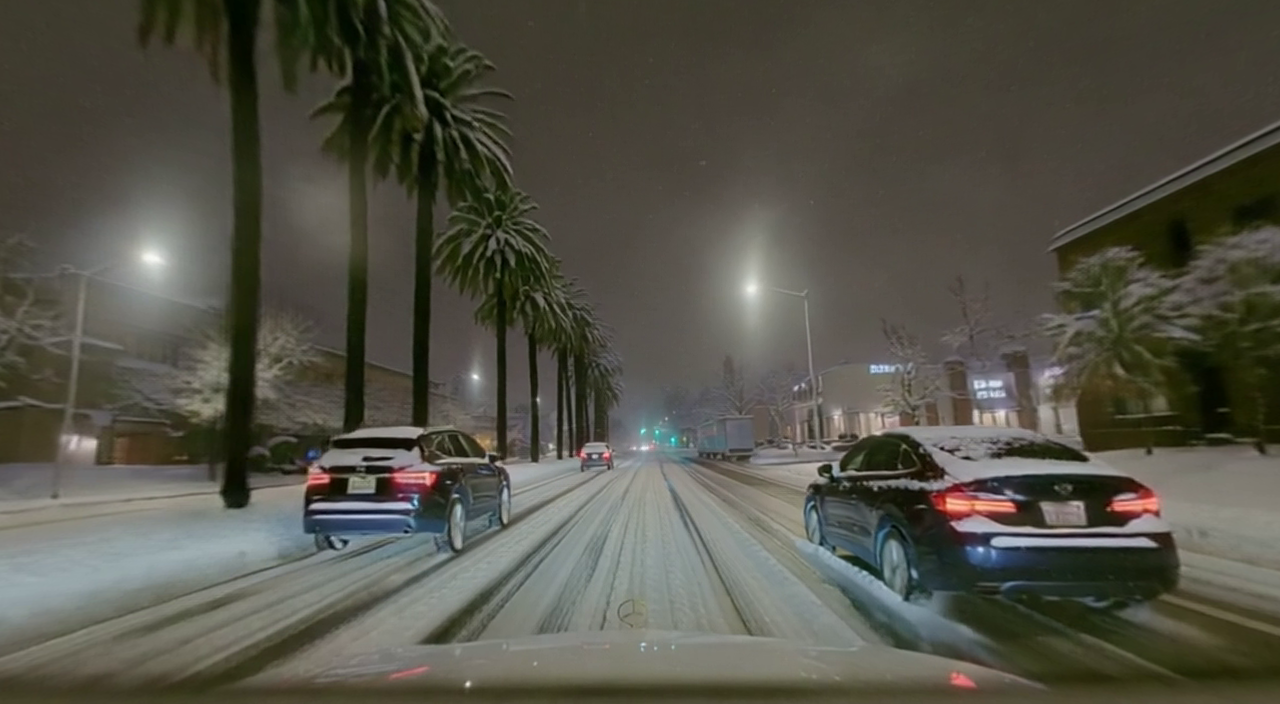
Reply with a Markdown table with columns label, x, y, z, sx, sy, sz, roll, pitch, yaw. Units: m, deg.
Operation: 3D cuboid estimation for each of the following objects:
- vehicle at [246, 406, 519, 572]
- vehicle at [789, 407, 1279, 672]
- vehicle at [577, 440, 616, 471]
| label | x | y | z | sx | sy | sz | roll | pitch | yaw |
| --- | --- | --- | --- | --- | --- | --- | --- | --- | --- |
| vehicle | -3.250 | 1.825 | 9.164 | 2.058 | 1.804 | 4.391 | 0 | -8 | 1 |
| vehicle | 2.861 | 1.392 | 5.784 | 1.946 | 1.513 | 4.133 | 0 | -8 | 0 |
| vehicle | -2.589 | 6.322 | 38.673 | 1.998 | 1.743 | 4.402 | 0 | -8 | 1 |
